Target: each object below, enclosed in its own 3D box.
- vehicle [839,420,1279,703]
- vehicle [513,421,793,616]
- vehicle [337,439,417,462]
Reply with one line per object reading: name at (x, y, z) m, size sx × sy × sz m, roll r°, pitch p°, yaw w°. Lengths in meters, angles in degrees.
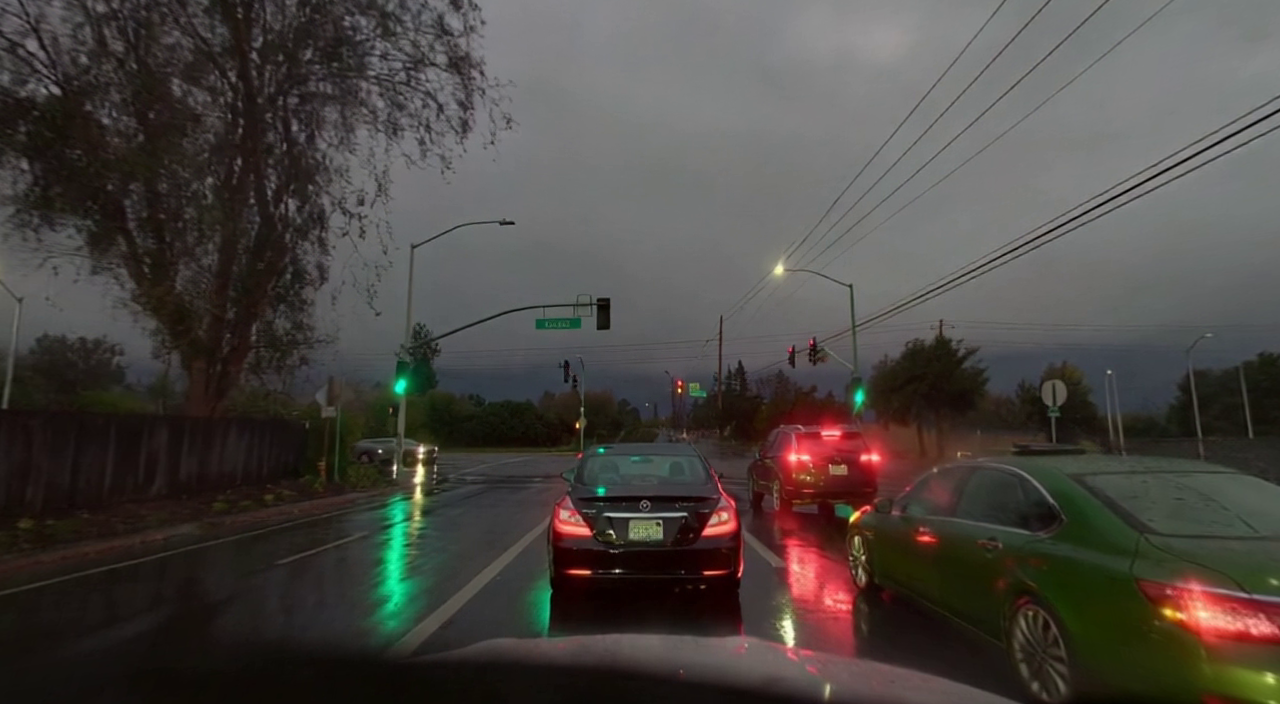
vehicle at (3.100, 1.266, 4.258) m, size 2.027 × 1.432 × 4.431 m, roll 0°, pitch -8°, yaw 0°
vehicle at (0.076, 1.615, 7.148) m, size 2.170 × 1.497 × 4.369 m, roll 0°, pitch -8°, yaw -1°
vehicle at (-17.228, 6.478, 41.379) m, size 4.406 × 1.458 × 1.892 m, roll -1°, pitch -8°, yaw 7°
